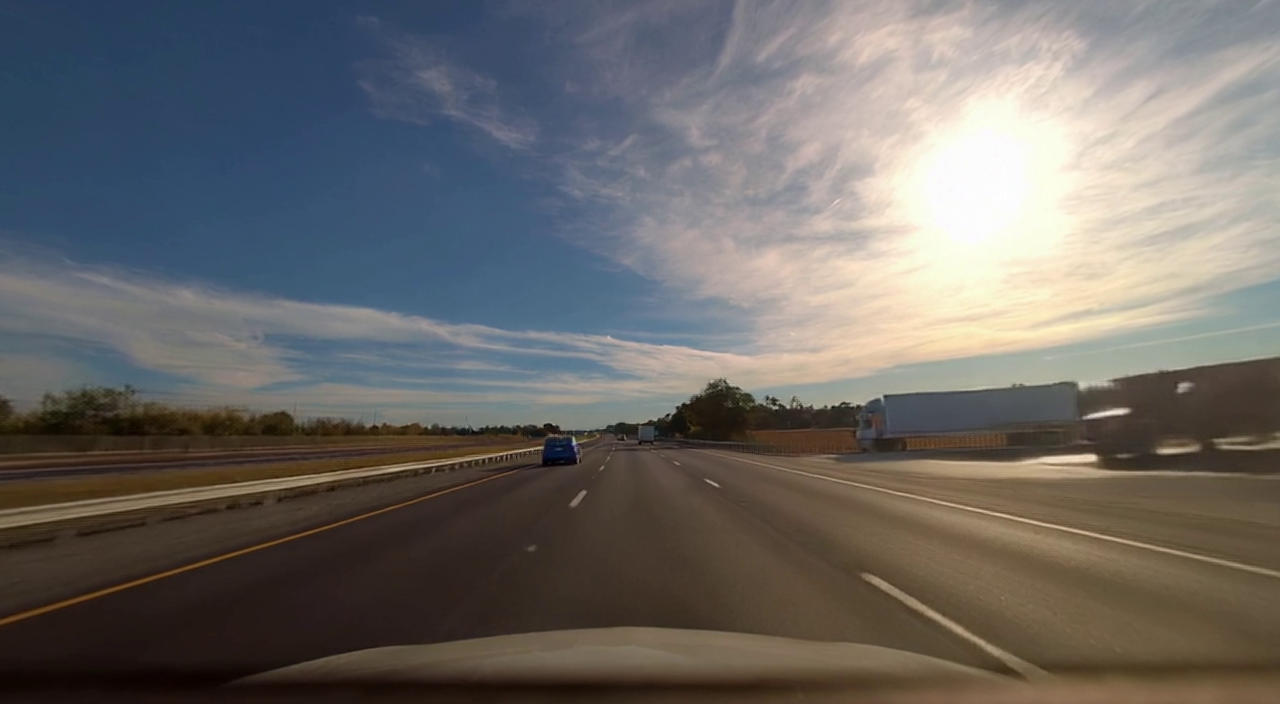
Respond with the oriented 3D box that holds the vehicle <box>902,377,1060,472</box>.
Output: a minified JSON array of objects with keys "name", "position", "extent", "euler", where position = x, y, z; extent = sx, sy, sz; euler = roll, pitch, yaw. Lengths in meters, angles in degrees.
[{"name":"vehicle","position":[16.940,3.617,32.183],"extent":[2.909,4.017,8.582],"euler":[3,-6,-4]}]

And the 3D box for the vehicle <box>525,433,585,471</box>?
[{"name":"vehicle","position":[-3.880,4.661,29.508],"extent":[2.206,1.604,4.374],"euler":[0,-8,0]}]

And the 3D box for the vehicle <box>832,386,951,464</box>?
[{"name":"vehicle","position":[16.072,4.786,41.391],"extent":[2.935,4.242,10.799],"euler":[4,-7,-3]}]

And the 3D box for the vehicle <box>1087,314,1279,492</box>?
[{"name":"vehicle","position":[17.248,1.224,15.180],"extent":[3.854,4.214,13.934],"euler":[-1,-8,6]}]
